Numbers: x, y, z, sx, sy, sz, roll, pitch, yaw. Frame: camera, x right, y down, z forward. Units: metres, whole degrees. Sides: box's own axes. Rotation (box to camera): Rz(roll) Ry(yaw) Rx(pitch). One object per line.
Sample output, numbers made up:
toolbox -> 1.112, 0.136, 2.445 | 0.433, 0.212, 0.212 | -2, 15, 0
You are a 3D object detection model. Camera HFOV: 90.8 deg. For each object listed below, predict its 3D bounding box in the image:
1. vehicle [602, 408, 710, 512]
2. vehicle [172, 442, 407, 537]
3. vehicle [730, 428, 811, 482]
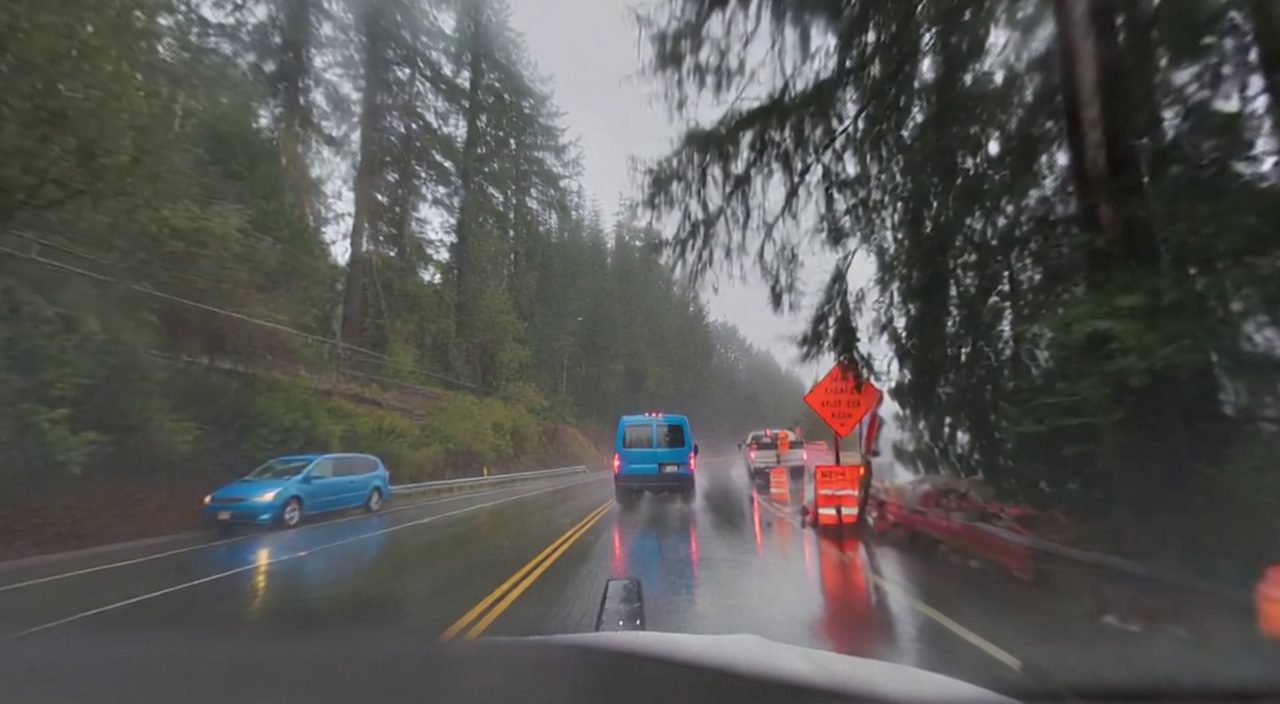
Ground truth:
vehicle -> 0.527, 2.732, 16.340 | 2.362, 2.247, 4.892 | -1, -9, 5
vehicle -> -7.950, 3.137, 15.316 | 2.055, 1.809, 5.906 | -1, -9, 3
vehicle -> 5.484, 4.492, 27.836 | 2.833, 2.033, 7.668 | -1, -9, 7
